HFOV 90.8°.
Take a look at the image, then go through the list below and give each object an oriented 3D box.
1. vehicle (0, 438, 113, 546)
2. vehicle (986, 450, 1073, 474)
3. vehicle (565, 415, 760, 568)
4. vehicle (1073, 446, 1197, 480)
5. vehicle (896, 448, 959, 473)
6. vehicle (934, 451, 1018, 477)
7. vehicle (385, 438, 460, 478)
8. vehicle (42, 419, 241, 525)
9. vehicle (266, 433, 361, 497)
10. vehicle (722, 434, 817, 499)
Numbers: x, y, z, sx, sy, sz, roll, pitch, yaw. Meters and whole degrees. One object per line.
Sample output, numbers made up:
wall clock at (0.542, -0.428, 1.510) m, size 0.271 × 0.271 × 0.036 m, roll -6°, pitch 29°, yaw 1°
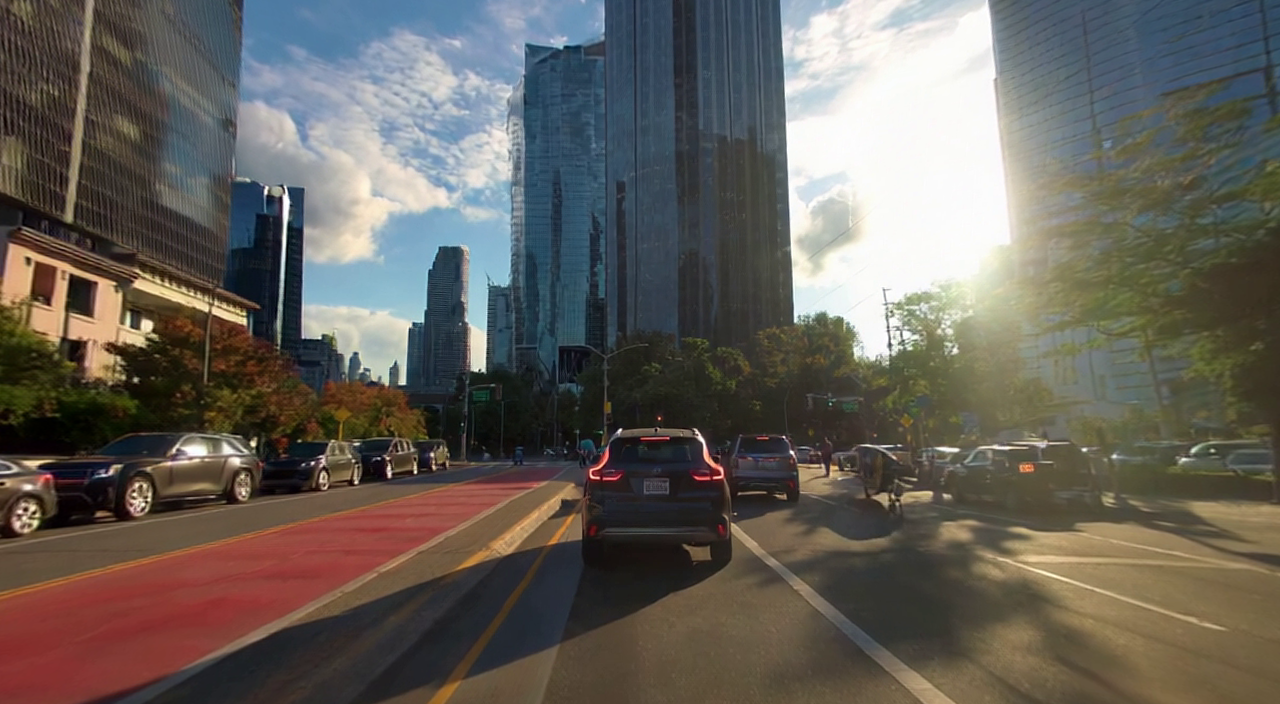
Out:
vehicle at (-9.962, 1.947, 8.686) m, size 1.844 × 1.524 × 4.371 m, roll 0°, pitch -8°, yaw -4°
vehicle at (28.356, 7.997, 46.048) m, size 5.153 × 1.626 × 1.895 m, roll -6°, pitch -10°, yaw 36°
vehicle at (0.305, 1.884, 9.264) m, size 2.192 × 1.695 × 4.142 m, roll 0°, pitch -8°, yaw 2°
vehicle at (31.205, 6.976, 40.114) m, size 5.890 × 1.996 × 2.155 m, roll -6°, pitch -10°, yaw 35°
vehicle at (22.652, 8.529, 49.815) m, size 4.211 × 1.820 × 2.094 m, roll -5°, pitch -10°, yaw 33°
vehicle at (23.900, 7.924, 45.030) m, size 4.956 × 1.706 × 1.822 m, roll -6°, pitch -10°, yaw 34°
vehicle at (-11.648, 5.691, 34.355) m, size 2.338 × 1.963 × 5.740 m, roll 0°, pitch -8°, yaw -3°
vehicle at (-10.321, 2.471, 13.459) m, size 1.543 × 1.946 × 3.454 m, roll 1°, pitch -8°, yaw -5°
vehicle at (-10.947, 3.779, 21.457) m, size 1.559 × 1.973 × 3.419 m, roll 1°, pitch -8°, yaw -4°
vehicle at (3.881, 3.517, 19.857) m, size 2.143 × 1.793 × 4.763 m, roll 0°, pitch -8°, yaw 3°
